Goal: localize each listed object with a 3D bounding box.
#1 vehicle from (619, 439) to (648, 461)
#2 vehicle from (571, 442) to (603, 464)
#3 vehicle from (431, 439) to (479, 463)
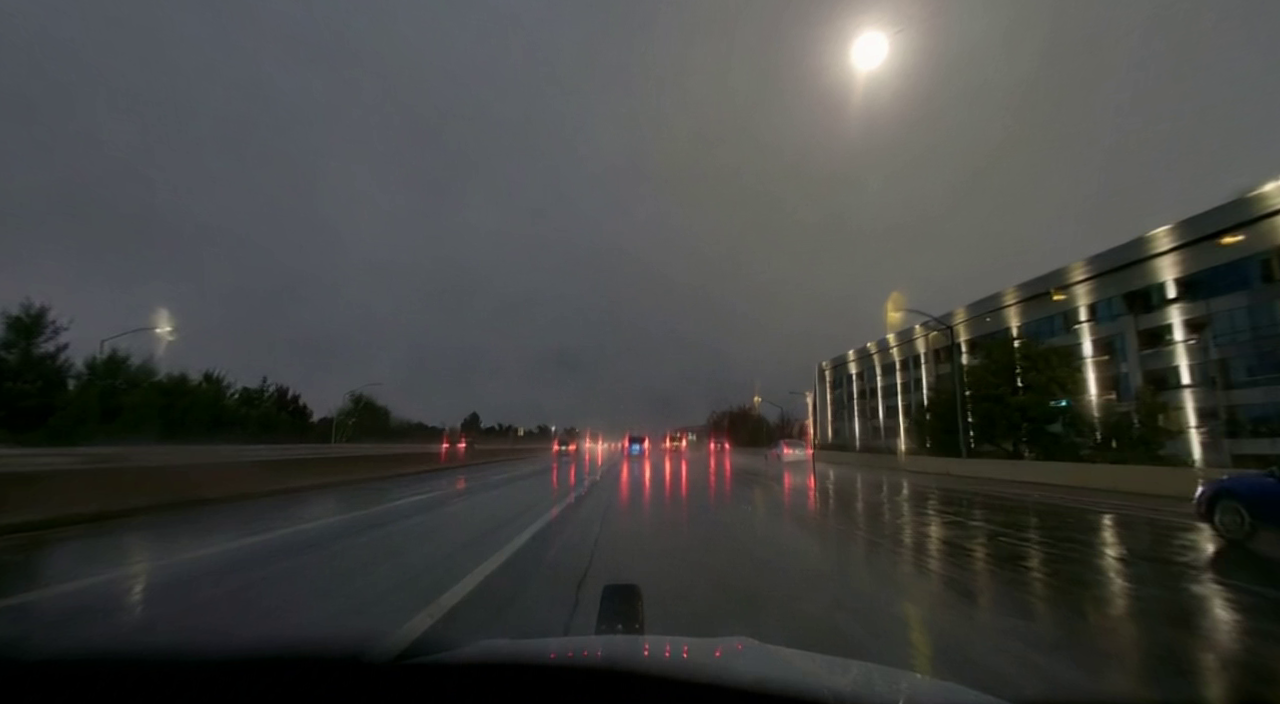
[{"bbox_3d":[-0.432,7.117,45.877,2.036,1.542,3.891,0,-8,0],"label":"vehicle"},{"bbox_3d":[-3.552,6.781,42.423,1.825,1.347,3.773,0,-8,0],"label":"vehicle"},{"bbox_3d":[-12.597,6.754,43.093,1.901,1.488,4.435,0,-8,1],"label":"vehicle"}]
